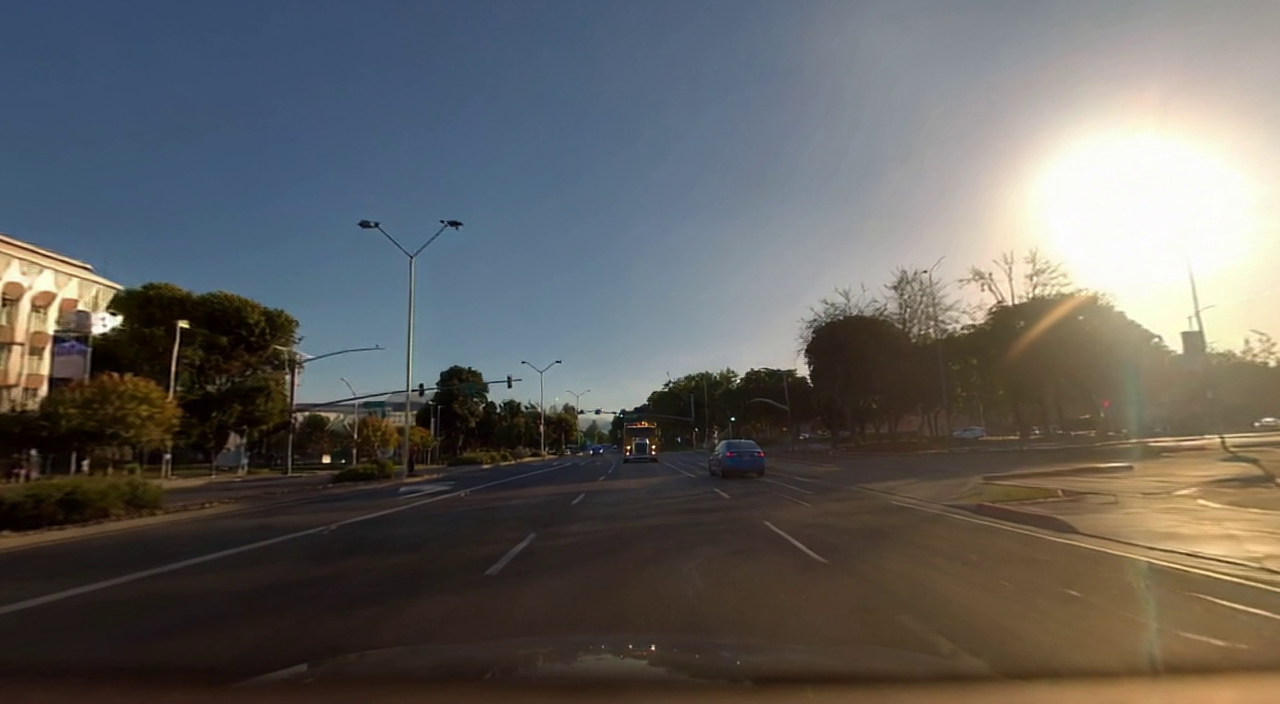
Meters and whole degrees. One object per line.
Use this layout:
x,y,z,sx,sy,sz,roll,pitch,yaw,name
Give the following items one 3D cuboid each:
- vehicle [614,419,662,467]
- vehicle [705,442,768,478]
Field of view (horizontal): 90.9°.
-0.133,5.888,40.852,2.833,2.879,6.572,0,-8,0,vehicle
4.182,4.745,28.055,2.005,1.442,4.675,0,-8,-1,vehicle
